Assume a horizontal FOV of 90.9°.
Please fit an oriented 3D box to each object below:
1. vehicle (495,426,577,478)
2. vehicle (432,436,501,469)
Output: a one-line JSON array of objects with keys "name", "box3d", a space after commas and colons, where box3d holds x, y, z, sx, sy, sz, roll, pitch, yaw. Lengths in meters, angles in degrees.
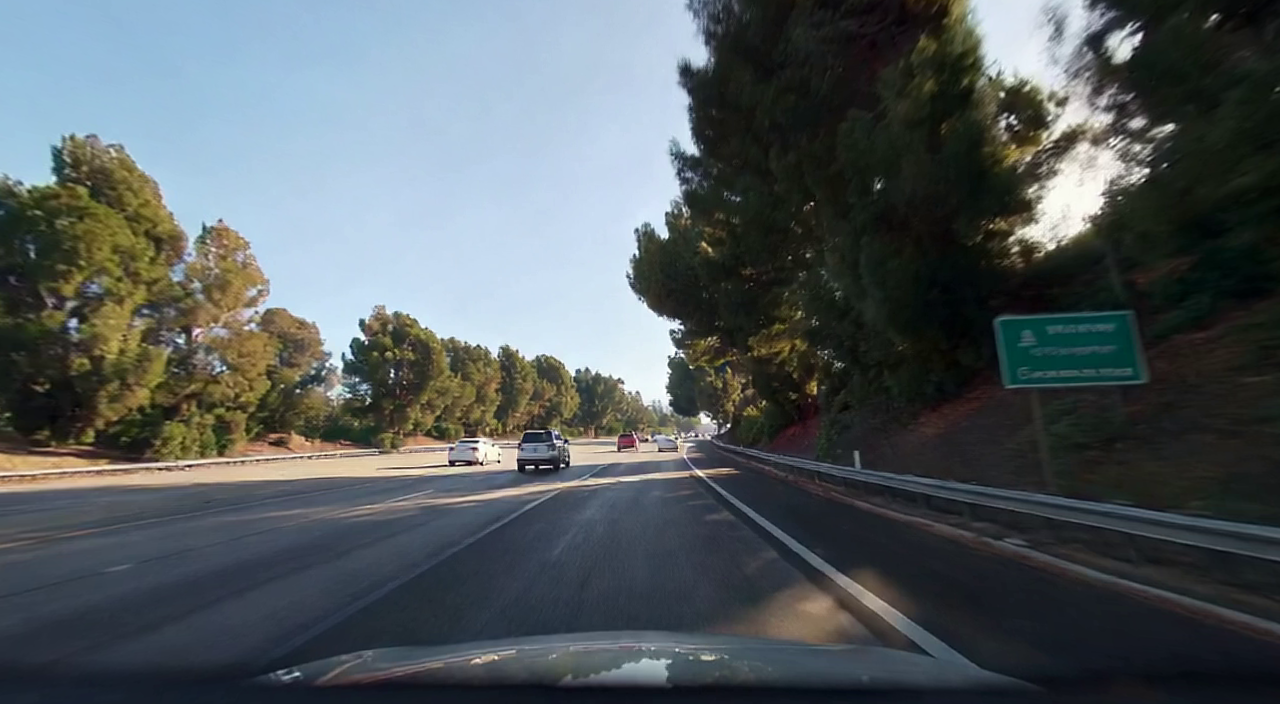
[{"name": "vehicle", "box3d": [-3.688, 3.670, 23.242, 2.071, 1.716, 4.363, -1, -8, 3]}, {"name": "vehicle", "box3d": [-7.818, 4.585, 28.854, 1.883, 1.411, 4.053, 0, -8, 2]}]
